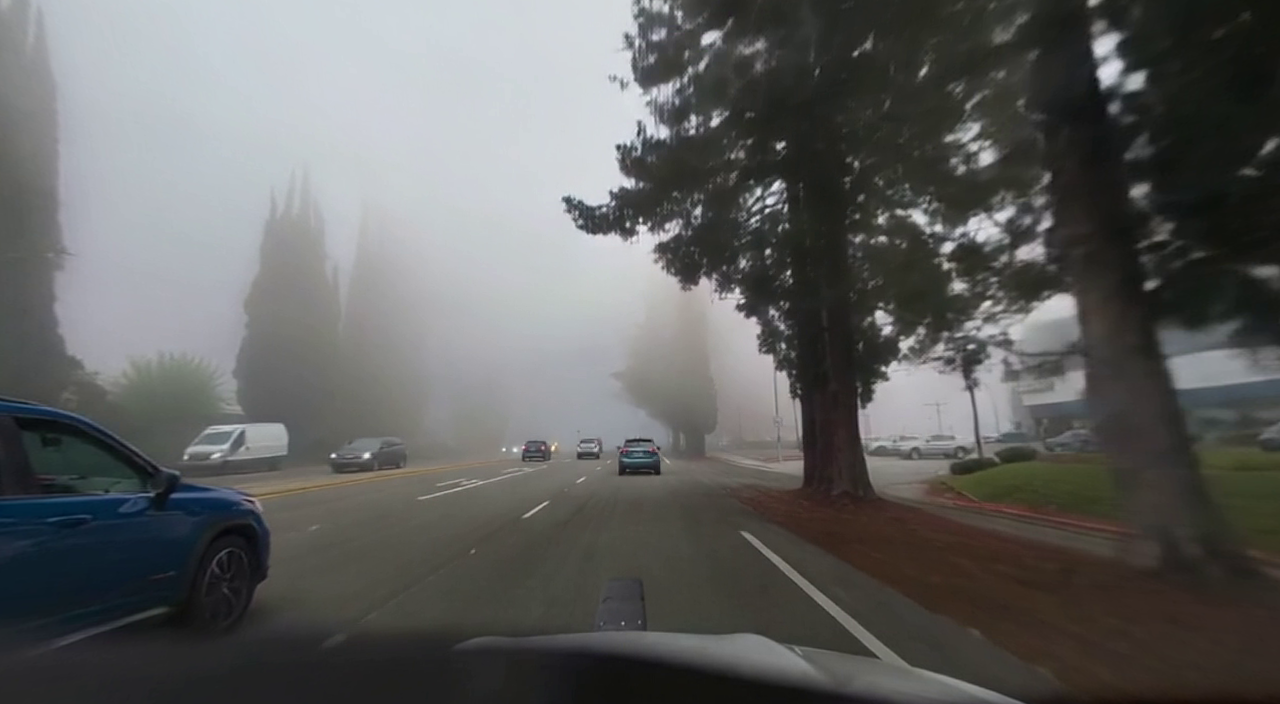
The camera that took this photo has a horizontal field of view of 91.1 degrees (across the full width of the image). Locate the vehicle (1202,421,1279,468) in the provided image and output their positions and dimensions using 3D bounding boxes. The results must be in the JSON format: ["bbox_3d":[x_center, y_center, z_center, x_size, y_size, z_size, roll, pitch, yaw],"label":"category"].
[{"bbox_3d":[19.608,2.844,19.320,1.466,1.357,3.288,0,-8,-1],"label":"vehicle"}]

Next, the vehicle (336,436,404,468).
[{"bbox_3d":[-15.765,5.833,36.938,2.028,1.735,4.444,0,-8,-1],"label":"vehicle"}]

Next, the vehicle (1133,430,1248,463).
[{"bbox_3d":[28.864,4.948,33.018,4.169,1.643,1.938,0,-8,0],"label":"vehicle"}]

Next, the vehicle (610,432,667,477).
[{"bbox_3d":[-0.058,4.043,25.007,2.042,1.641,4.187,0,-8,0],"label":"vehicle"}]

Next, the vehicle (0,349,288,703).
[{"bbox_3d":[-3.719,0.811,2.614,2.070,1.641,4.152,0,-8,0],"label":"vehicle"}]

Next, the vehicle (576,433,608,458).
[{"bbox_3d":[-3.596,7.183,48.182,2.047,1.810,4.414,0,-8,1],"label":"vehicle"}]

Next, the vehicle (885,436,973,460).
[{"bbox_3d":[17.734,5.899,38.617,4.460,1.449,1.959,0,-8,-2],"label":"vehicle"}]

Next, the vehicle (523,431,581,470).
[{"bbox_3d":[-4.092,4.689,29.959,2.113,1.713,4.422,0,-8,1],"label":"vehicle"}]
